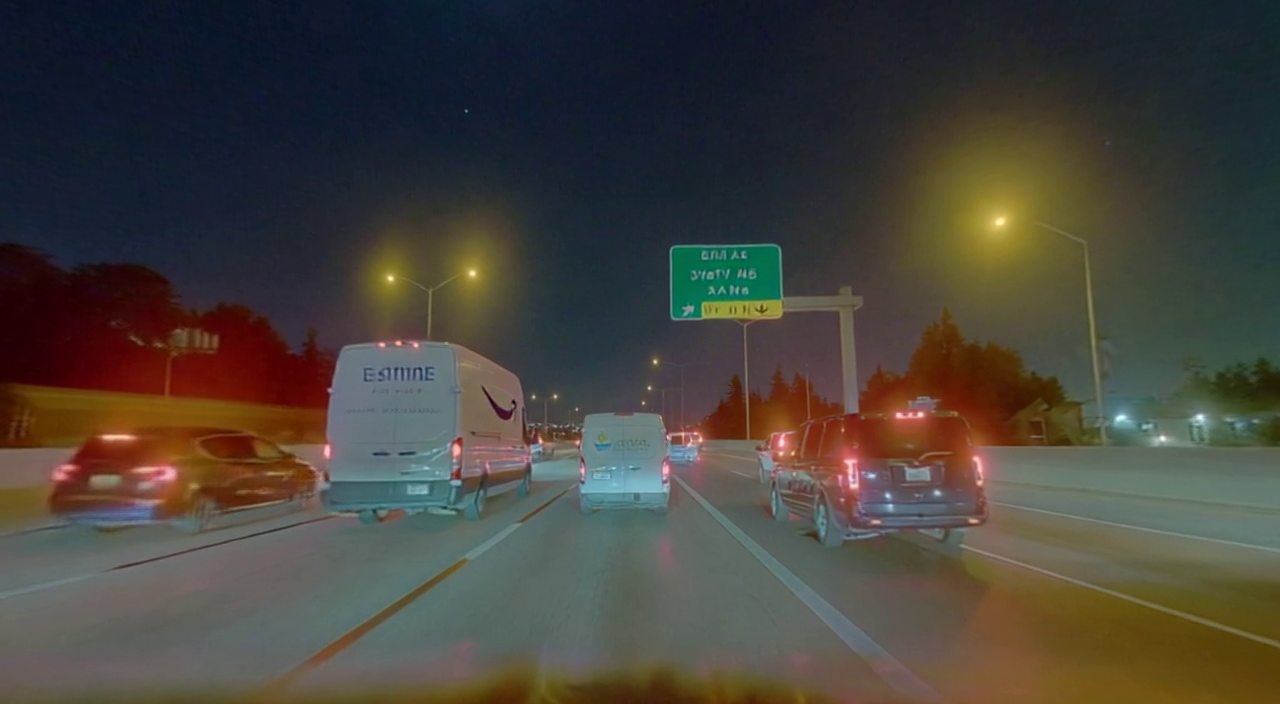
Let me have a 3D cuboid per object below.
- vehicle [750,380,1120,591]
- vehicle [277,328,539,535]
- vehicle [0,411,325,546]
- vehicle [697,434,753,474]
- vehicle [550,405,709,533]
[{"bbox_3d":[3.121,1.591,8.340,2.341,1.890,5.144,1,-9,-1],"label":"vehicle"},{"bbox_3d":[-3.687,1.555,11.978,2.415,2.821,6.636,0,-9,0],"label":"vehicle"},{"bbox_3d":[-7.196,1.864,9.927,2.031,1.583,4.646,0,-9,0],"label":"vehicle"},{"bbox_3d":[3.941,4.814,29.997,2.064,1.720,4.416,0,-9,0],"label":"vehicle"},{"bbox_3d":[-0.146,2.018,11.328,2.287,1.823,4.369,0,-9,0],"label":"vehicle"}]
